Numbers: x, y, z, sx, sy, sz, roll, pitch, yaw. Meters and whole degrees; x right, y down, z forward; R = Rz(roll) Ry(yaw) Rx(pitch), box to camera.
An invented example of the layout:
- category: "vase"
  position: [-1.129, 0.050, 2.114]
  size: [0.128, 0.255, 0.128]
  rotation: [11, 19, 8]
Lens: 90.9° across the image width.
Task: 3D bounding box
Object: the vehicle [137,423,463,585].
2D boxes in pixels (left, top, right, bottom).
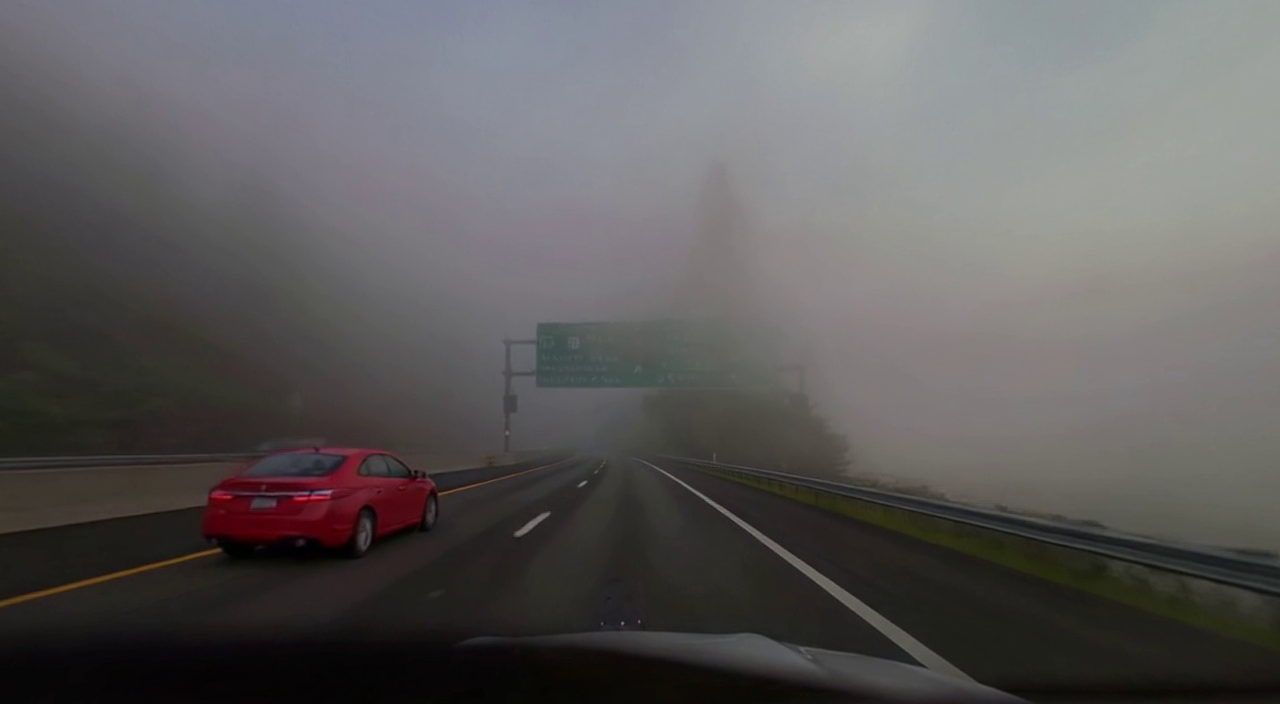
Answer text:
- category: "vehicle"
  position: [-3.830, 1.768, 8.089]
  size: [1.990, 1.532, 3.911]
  rotation: [0, -9, 0]
